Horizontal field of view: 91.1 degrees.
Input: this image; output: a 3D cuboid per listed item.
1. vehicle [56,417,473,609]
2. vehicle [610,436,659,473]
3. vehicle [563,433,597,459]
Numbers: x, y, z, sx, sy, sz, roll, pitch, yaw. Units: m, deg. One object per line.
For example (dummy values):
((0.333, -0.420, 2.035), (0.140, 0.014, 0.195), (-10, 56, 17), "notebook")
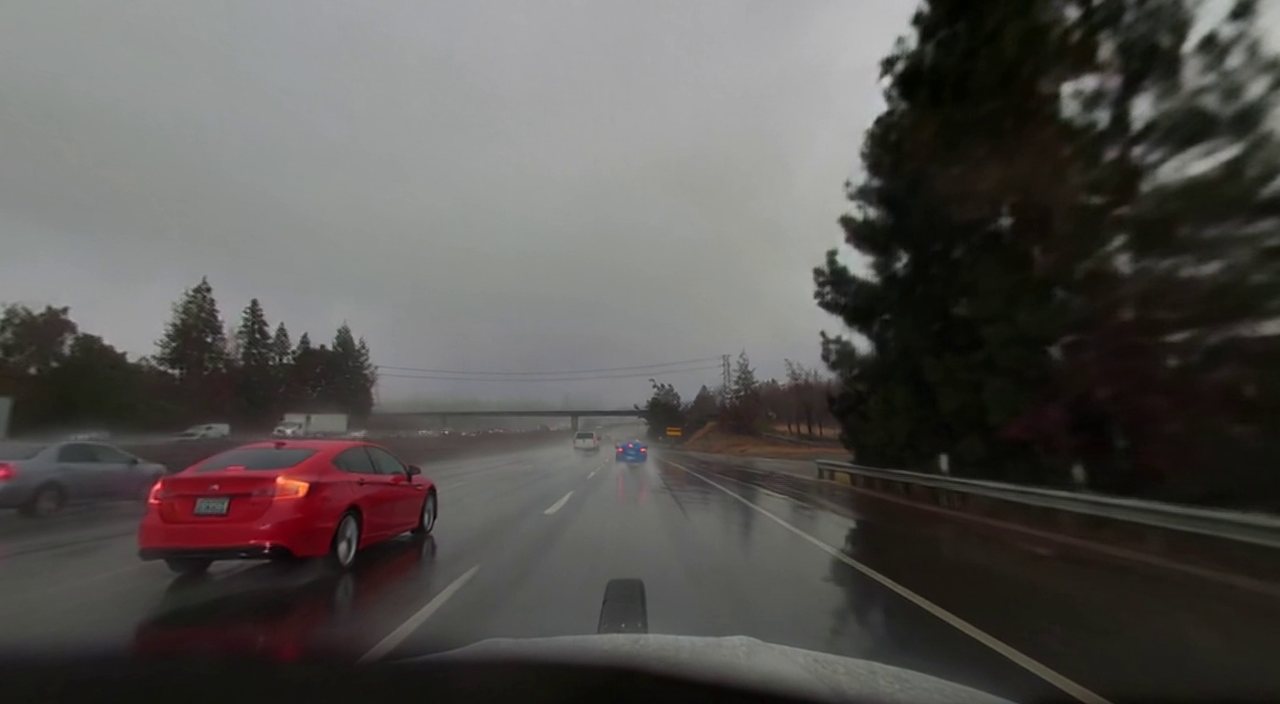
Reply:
((-3.612, 1.615, 7.358), (2.035, 1.514, 4.600), (0, -8, 0), "vehicle")
((-0.274, 4.390, 27.038), (1.954, 1.460, 3.983), (0, -8, -1), "vehicle")
((-4.355, 6.931, 46.307), (2.174, 1.806, 3.932), (0, -8, -1), "vehicle")
